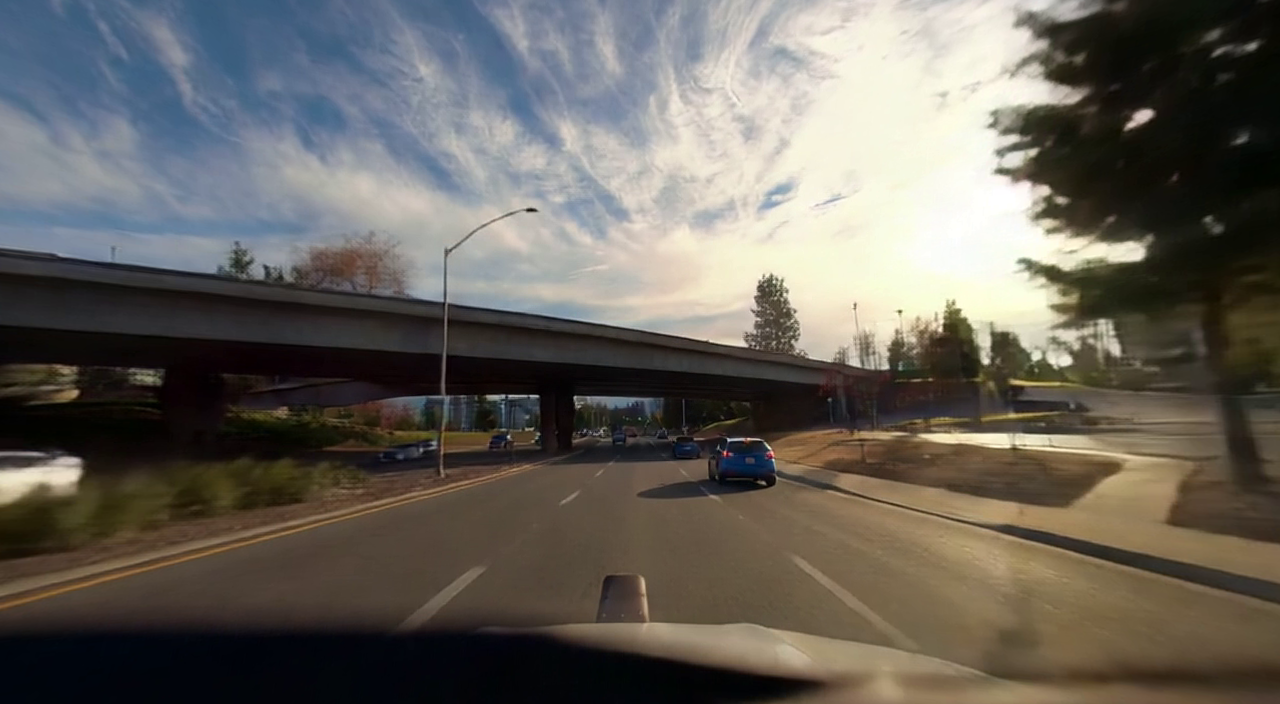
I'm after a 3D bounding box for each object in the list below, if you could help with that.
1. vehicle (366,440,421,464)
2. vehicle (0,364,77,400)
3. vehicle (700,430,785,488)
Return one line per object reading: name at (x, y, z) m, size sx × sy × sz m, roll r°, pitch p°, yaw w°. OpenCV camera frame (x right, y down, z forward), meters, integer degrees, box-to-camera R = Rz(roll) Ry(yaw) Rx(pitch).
vehicle at (-16.504, 6.692, 42.390) m, size 1.967 × 1.520 × 4.542 m, roll 0°, pitch -9°, yaw -1°
vehicle at (-41.614, 2.061, 42.592) m, size 5.108 × 2.084 × 2.259 m, roll -3°, pitch -7°, yaw 6°
vehicle at (3.272, 3.524, 21.077) m, size 2.110 × 1.712 × 4.489 m, roll 0°, pitch -9°, yaw 0°
